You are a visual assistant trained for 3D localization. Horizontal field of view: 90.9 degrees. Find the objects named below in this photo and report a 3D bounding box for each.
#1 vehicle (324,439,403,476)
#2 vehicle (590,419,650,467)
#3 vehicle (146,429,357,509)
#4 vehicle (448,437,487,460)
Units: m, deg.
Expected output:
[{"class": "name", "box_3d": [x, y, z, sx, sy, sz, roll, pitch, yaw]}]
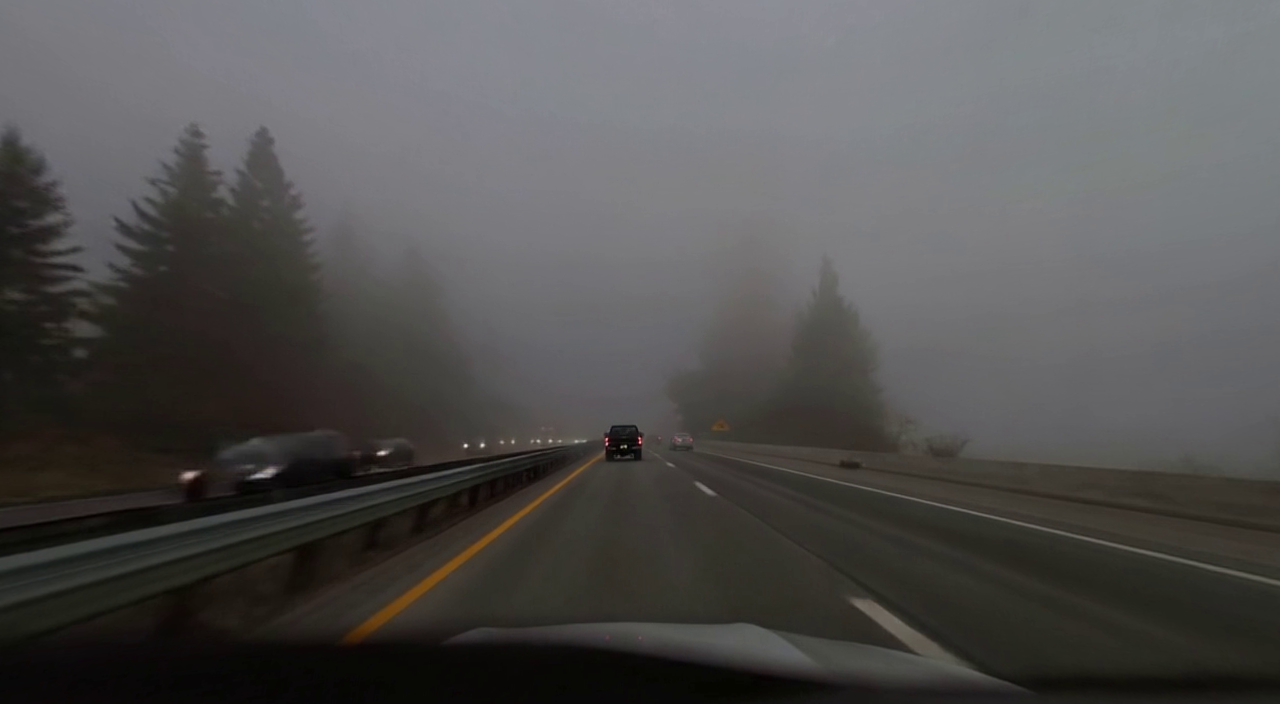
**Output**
[{"class": "vehicle", "box_3d": [-13.465, 5.133, 31.007, 2.015, 1.671, 4.292, 0, -8, -1]}, {"class": "vehicle", "box_3d": [-0.910, 4.179, 29.031, 2.503, 2.044, 4.633, 0, -8, -2]}, {"class": "vehicle", "box_3d": [-9.324, 2.814, 15.785, 2.293, 1.670, 4.765, 0, -8, -1]}, {"class": "vehicle", "box_3d": [-13.093, 7.329, 47.960, 1.940, 1.665, 3.934, 0, -8, -2]}]
